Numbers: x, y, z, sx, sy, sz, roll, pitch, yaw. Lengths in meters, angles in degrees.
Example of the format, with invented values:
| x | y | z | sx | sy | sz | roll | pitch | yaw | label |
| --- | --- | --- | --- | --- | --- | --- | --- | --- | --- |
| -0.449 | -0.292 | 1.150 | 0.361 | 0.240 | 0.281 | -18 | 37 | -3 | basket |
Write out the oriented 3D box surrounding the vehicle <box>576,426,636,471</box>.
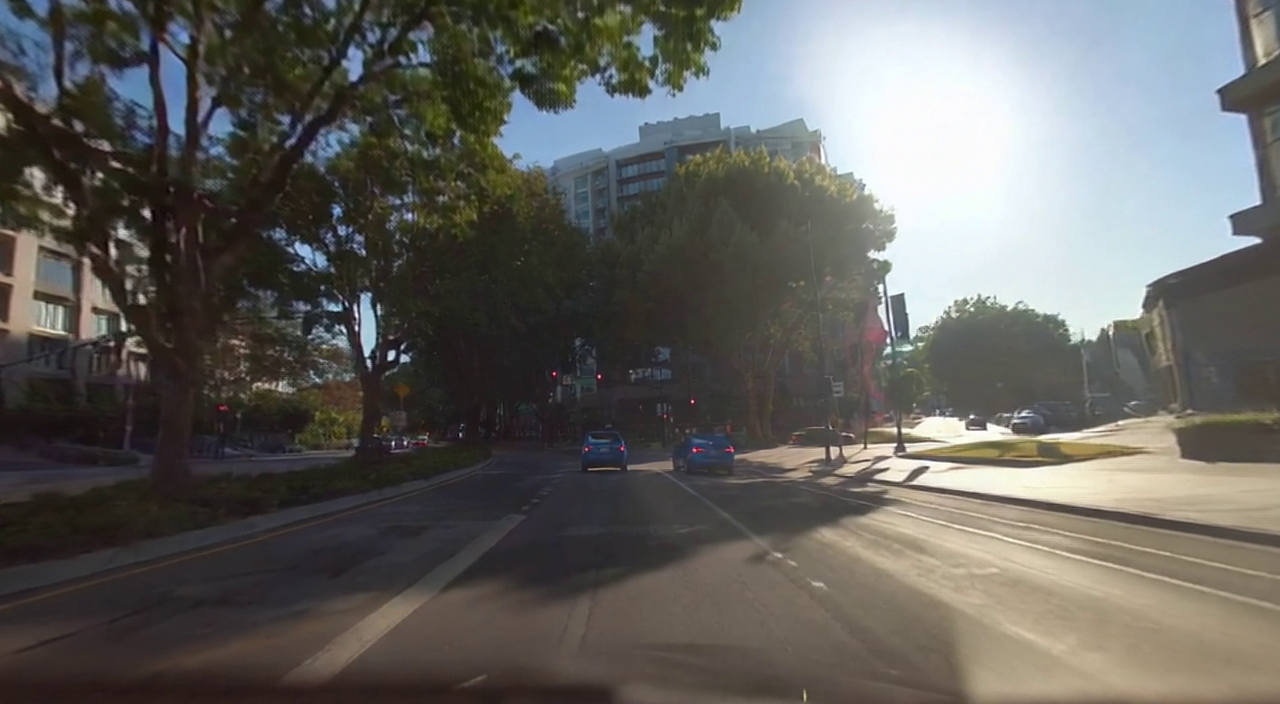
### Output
| x | y | z | sx | sy | sz | roll | pitch | yaw | label |
| --- | --- | --- | --- | --- | --- | --- | --- | --- | --- |
| -1.506 | 4.020 | 26.379 | 2.317 | 1.713 | 4.231 | 1 | -9 | -6 | vehicle |

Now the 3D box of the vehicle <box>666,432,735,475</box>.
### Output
| x | y | z | sx | sy | sz | roll | pitch | yaw | label |
| --- | --- | --- | --- | --- | --- | --- | --- | --- | --- |
| 2.229 | 3.900 | 24.476 | 1.918 | 1.479 | 4.468 | 1 | -9 | -4 | vehicle |
